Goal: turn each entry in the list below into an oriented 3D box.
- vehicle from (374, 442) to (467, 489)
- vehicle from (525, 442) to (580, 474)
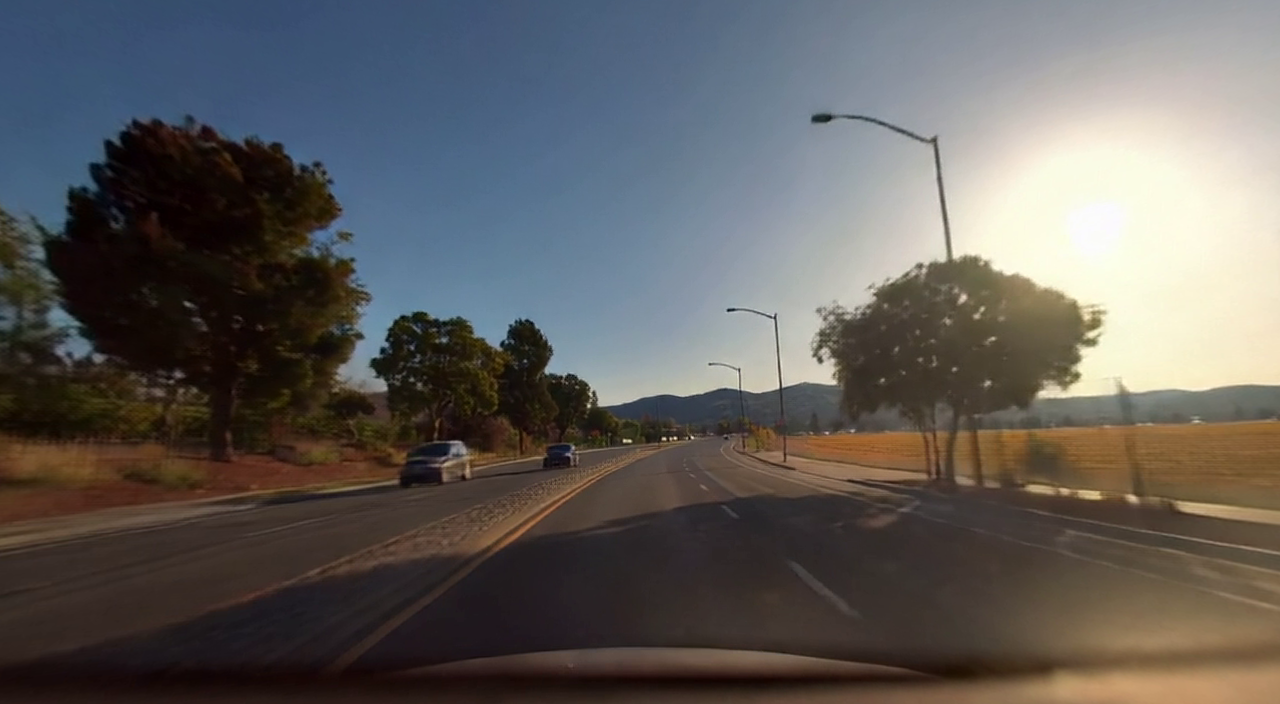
[{"bbox_3d":[-8.428,4.370,24.722,1.982,1.671,4.431,0,-8,1],"label":"vehicle"},{"bbox_3d":[-4.263,5.251,31.522,1.989,1.461,4.081,-1,-8,3],"label":"vehicle"}]
